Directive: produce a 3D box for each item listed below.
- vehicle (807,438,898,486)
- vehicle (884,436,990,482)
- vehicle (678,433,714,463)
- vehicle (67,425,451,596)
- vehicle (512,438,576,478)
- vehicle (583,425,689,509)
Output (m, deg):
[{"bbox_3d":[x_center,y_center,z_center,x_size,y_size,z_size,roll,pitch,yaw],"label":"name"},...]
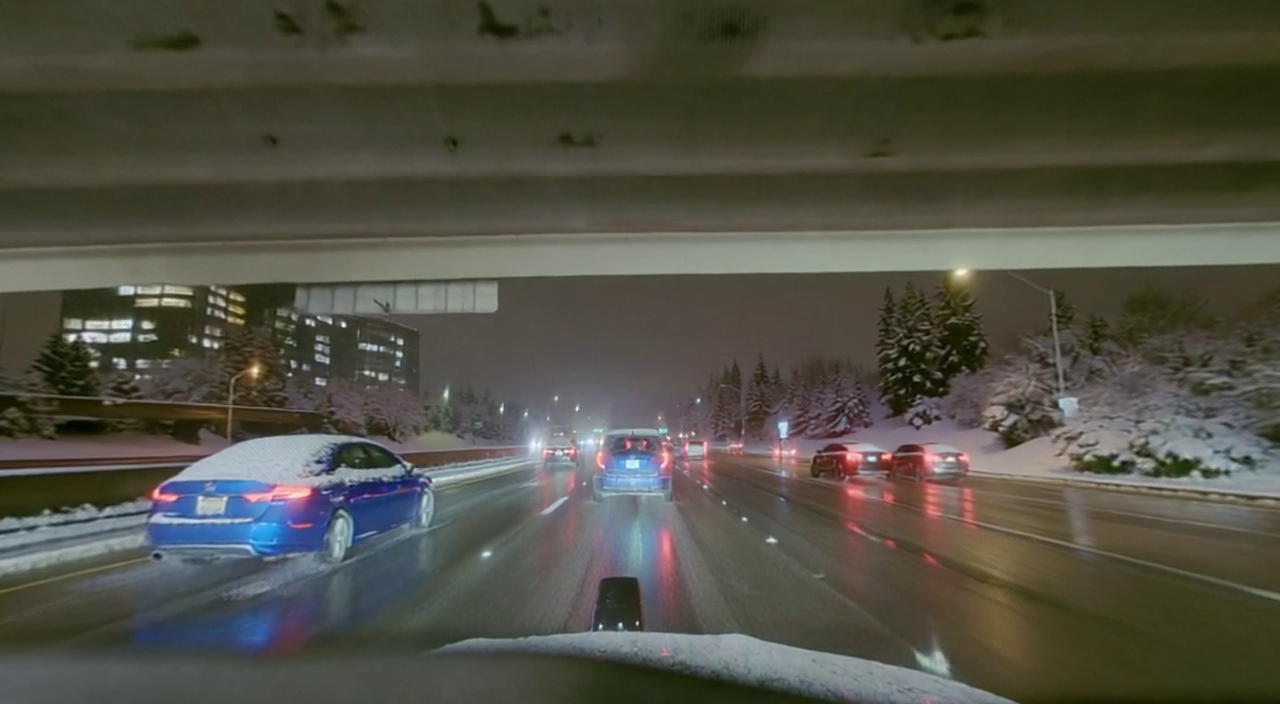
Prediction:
[{"bbox_3d":[7.289,3.799,21.982,1.880,1.526,3.641,0,-9,0],"label":"vehicle"},{"bbox_3d":[11.488,4.158,24.728,1.992,1.625,4.359,0,-9,0],"label":"vehicle"},{"bbox_3d":[3.761,6.573,43.062,2.069,1.876,4.447,0,-9,0],"label":"vehicle"},{"bbox_3d":[-4.049,1.738,7.837,1.974,1.478,4.412,0,-9,0],"label":"vehicle"},{"bbox_3d":[-3.931,4.423,26.439,1.947,1.516,4.295,0,-9,1],"label":"vehicle"},{"bbox_3d":[-0.078,2.678,15.040,2.181,1.697,4.021,0,-9,0],"label":"vehicle"}]
